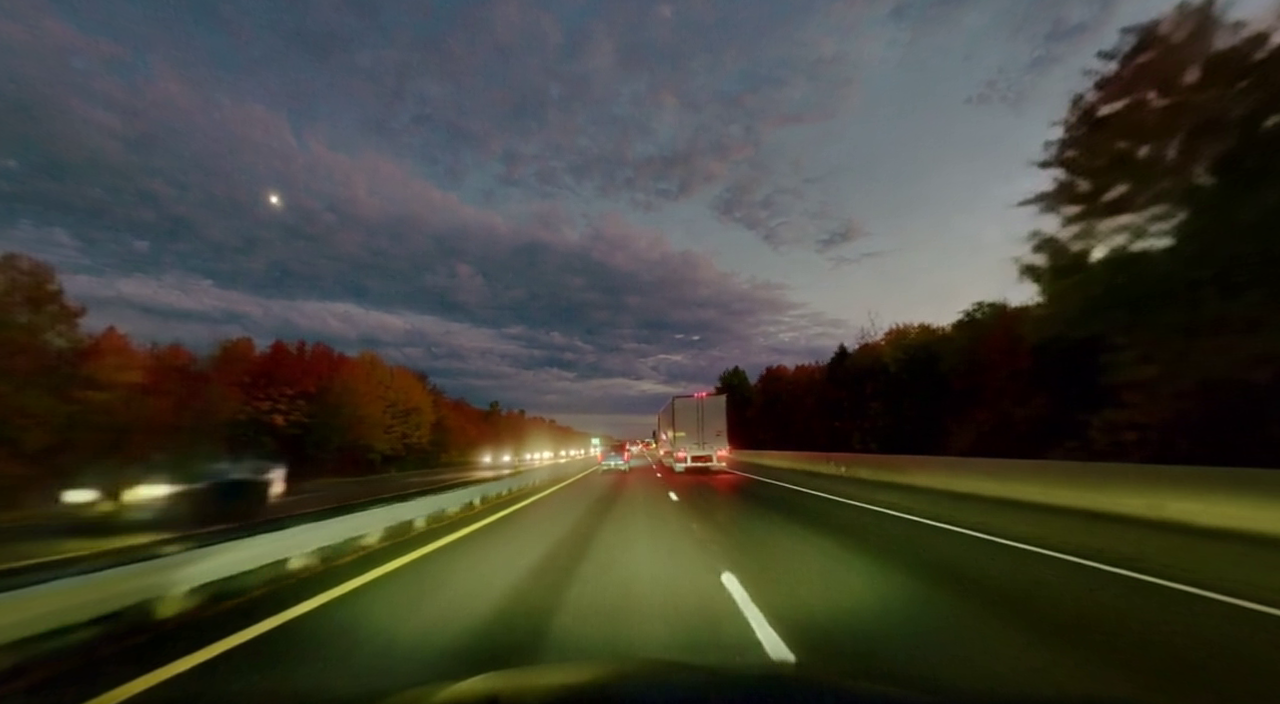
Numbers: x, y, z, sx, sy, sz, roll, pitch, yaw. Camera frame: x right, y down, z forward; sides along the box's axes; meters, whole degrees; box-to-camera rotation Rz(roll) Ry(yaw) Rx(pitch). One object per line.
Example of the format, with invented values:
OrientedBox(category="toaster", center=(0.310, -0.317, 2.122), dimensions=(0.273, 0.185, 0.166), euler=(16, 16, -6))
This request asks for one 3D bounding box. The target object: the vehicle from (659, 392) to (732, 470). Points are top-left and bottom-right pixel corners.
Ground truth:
OrientedBox(category="vehicle", center=(3.089, 5.159, 39.670), dimensions=(3.068, 4.042, 13.787), euler=(0, -9, -1))

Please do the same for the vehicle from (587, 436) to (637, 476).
OrientedBox(category="vehicle", center=(-1.229, 4.811, 29.106), dimensions=(2.151, 1.693, 4.201), euler=(0, -9, -1))

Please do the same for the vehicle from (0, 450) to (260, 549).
OrientedBox(category="vehicle", center=(-9.693, 2.671, 12.119), dimensions=(1.890, 1.505, 4.484), euler=(0, -9, -1))

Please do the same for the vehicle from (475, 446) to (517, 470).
OrientedBox(category="vehicle", center=(-10.086, 7.451, 44.219), dimensions=(1.946, 1.550, 4.142), euler=(-1, -9, 0))
